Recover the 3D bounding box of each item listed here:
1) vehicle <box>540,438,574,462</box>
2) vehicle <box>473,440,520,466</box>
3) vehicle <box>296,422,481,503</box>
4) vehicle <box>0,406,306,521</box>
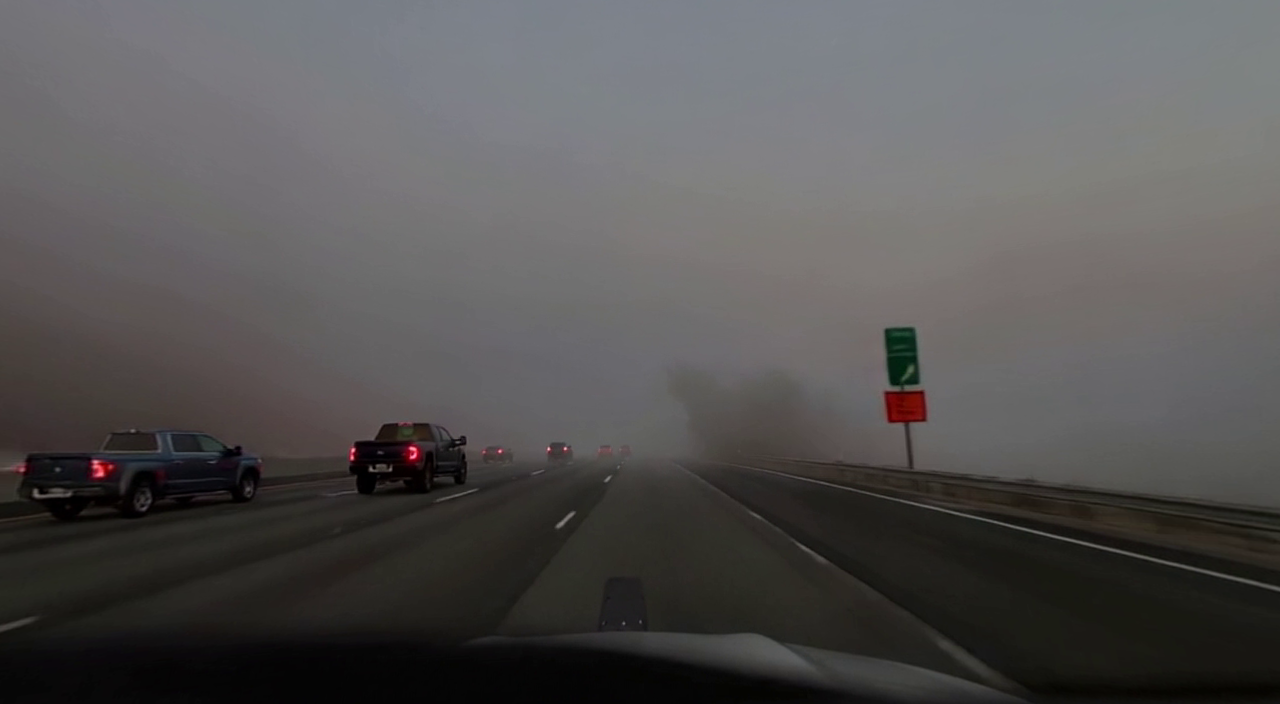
[{"bbox_3d":[-6.241,7.408,47.853,2.009,1.735,4.358,0,-8,0],"label":"vehicle"},{"bbox_3d":[-9.740,6.832,43.094,2.060,1.662,4.469,-1,-8,2],"label":"vehicle"},{"bbox_3d":[-6.350,2.877,17.115,2.403,1.773,6.276,0,-8,0],"label":"vehicle"},{"bbox_3d":[-10.246,2.310,13.764,2.576,1.922,6.067,0,-8,0],"label":"vehicle"}]
